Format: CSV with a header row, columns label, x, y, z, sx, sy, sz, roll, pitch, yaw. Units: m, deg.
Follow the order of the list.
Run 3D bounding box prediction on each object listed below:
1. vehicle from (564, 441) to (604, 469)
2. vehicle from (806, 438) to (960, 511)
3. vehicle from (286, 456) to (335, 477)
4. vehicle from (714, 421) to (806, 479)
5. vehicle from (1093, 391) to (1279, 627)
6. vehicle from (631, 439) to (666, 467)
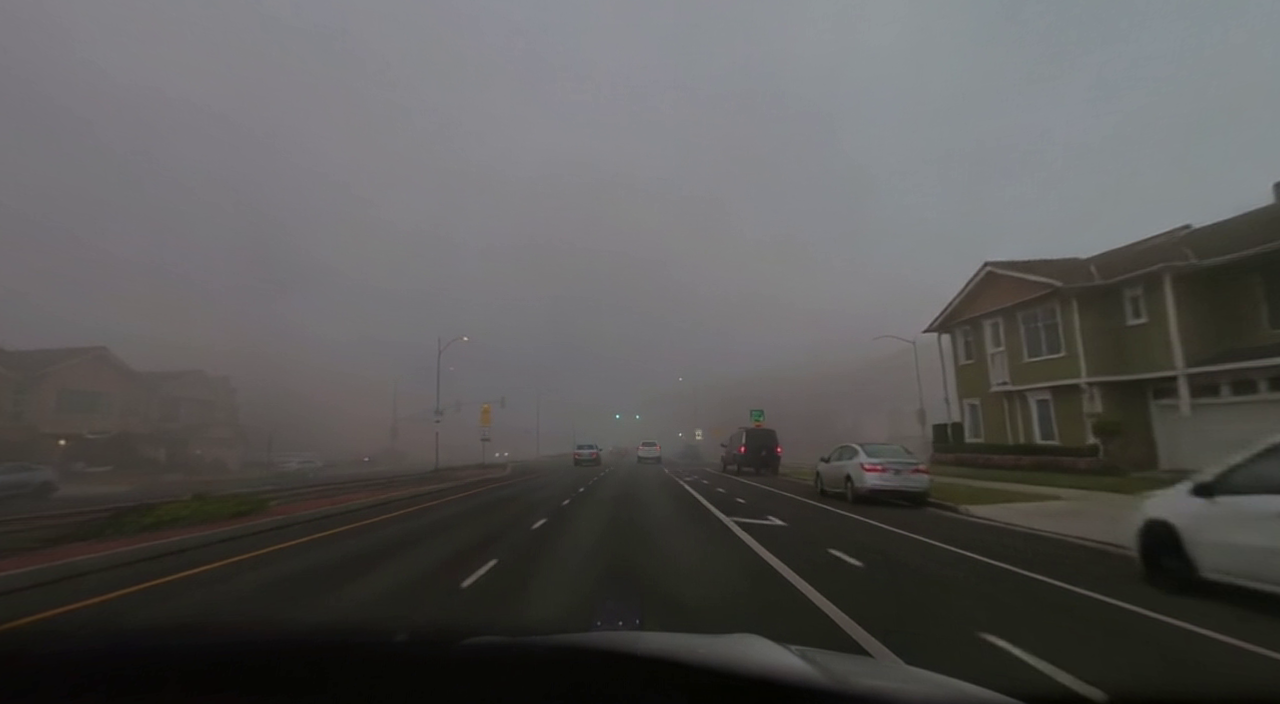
label,x,y,z,sx,sy,sz,roll,pitch,yaw
vehicle,-3.719,6.926,42.656,2.233,1.775,4.491,0,-9,1
vehicle,5.772,2.941,15.711,1.910,1.520,4.375,0,-9,-3
vehicle,-25.958,9.037,49.879,1.796,1.511,3.879,0,-9,0
vehicle,5.444,4.650,30.174,2.763,2.329,7.864,-1,-8,0
vehicle,5.810,1.125,4.390,2.020,1.762,4.559,-1,-9,2
vehicle,0.543,7.085,44.543,2.273,1.851,5.075,0,-9,-1
